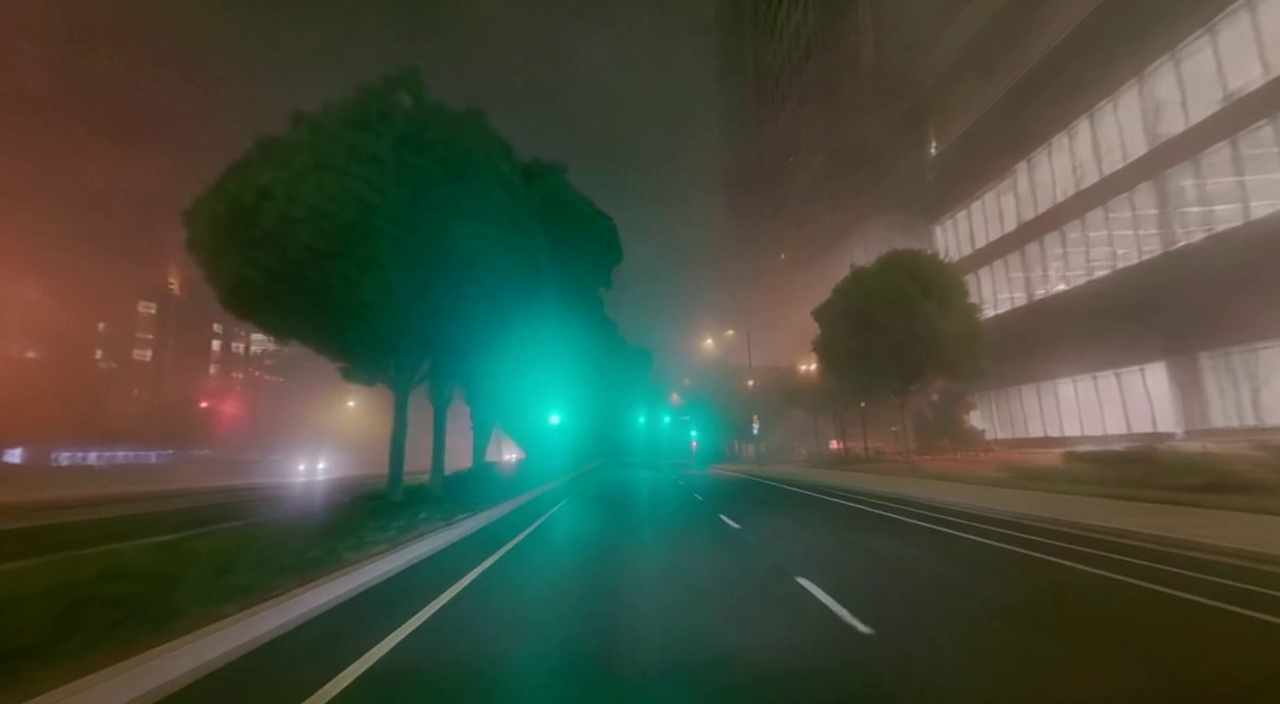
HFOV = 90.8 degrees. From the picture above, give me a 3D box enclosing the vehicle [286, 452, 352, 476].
[{"bbox_3d":[-21.342,7.410,42.202,1.867,1.464,4.748,0,-9,0],"label":"vehicle"}]
